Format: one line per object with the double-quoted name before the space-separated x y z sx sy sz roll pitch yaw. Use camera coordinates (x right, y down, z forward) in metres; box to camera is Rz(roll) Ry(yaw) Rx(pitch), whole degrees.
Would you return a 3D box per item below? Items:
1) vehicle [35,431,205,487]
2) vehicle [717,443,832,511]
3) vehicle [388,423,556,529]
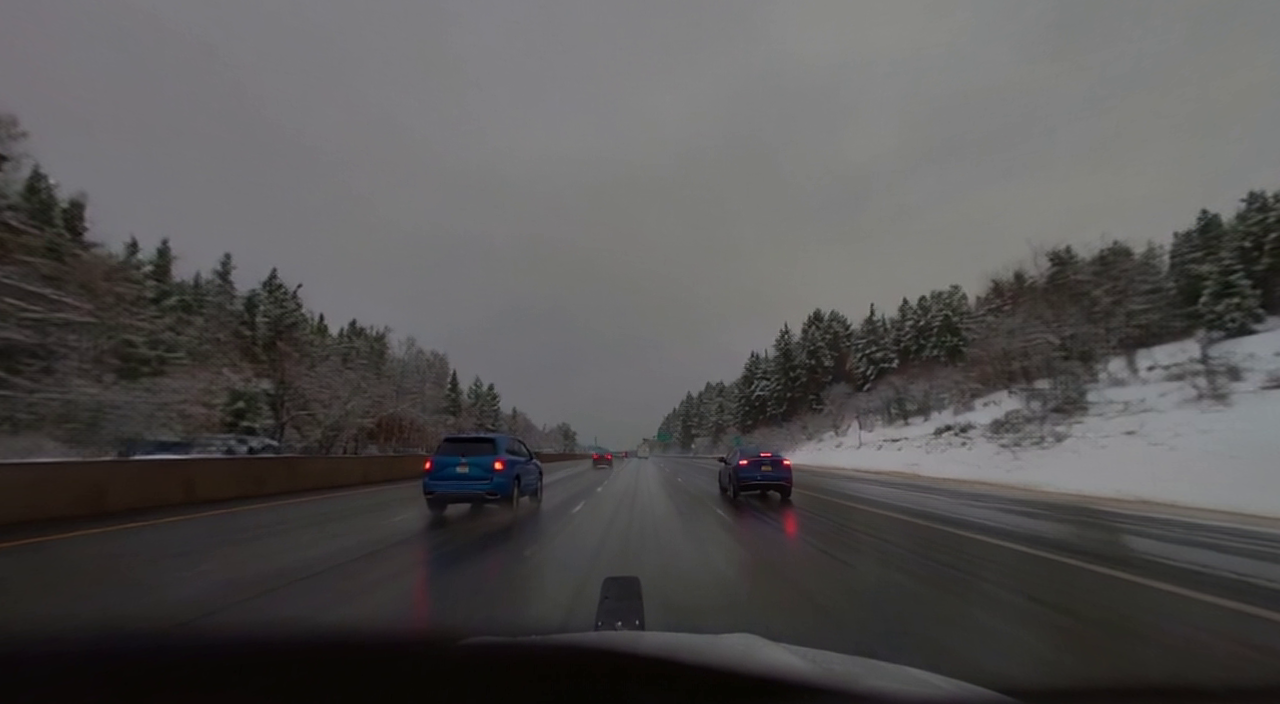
"vehicle" -21.726 4.506 26.771 2.319 2.090 5.628 0 -9 1
"vehicle" 3.272 3.118 16.181 1.979 1.486 4.125 0 -9 -1
"vehicle" -3.114 2.414 12.835 2.137 1.756 4.453 0 -9 1
